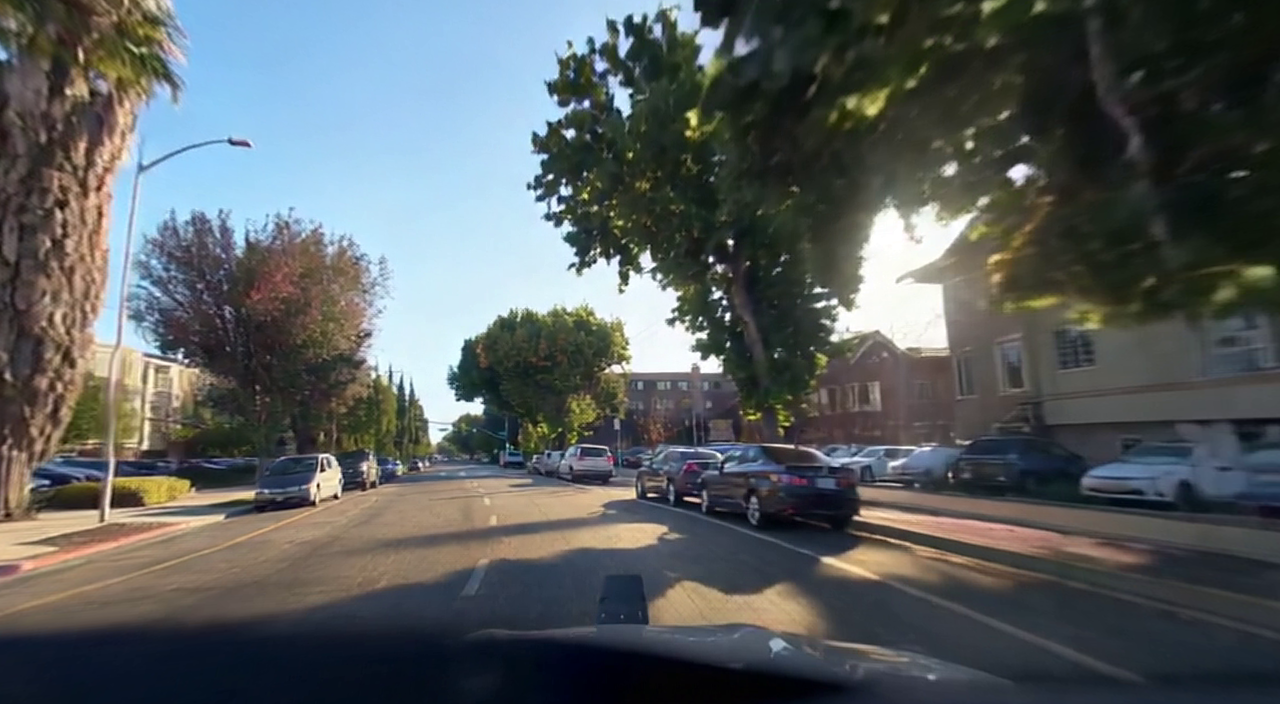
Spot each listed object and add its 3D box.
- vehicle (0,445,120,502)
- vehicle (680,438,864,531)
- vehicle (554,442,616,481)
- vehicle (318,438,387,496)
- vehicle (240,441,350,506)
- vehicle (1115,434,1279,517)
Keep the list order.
[{"bbox_3d":[-20.920,4.012,20.880,5.124,1.706,2.357,0,-8,-12],"label":"vehicle"},{"bbox_3d":[2.384,2.542,12.895,1.884,1.508,4.713,2,-9,-12],"label":"vehicle"},{"bbox_3d":[-3.021,5.704,33.396,2.255,1.863,5.629,2,-9,-16],"label":"vehicle"},{"bbox_3d":[-13.916,5.492,30.881,2.382,2.223,5.472,-1,-5,-17],"label":"vehicle"},{"bbox_3d":[-11.645,4.153,21.797,2.171,1.838,5.344,0,-10,-16],"label":"vehicle"},{"bbox_3d":[12.042,2.345,12.392,4.326,1.413,1.977,2,-9,-14],"label":"vehicle"}]
